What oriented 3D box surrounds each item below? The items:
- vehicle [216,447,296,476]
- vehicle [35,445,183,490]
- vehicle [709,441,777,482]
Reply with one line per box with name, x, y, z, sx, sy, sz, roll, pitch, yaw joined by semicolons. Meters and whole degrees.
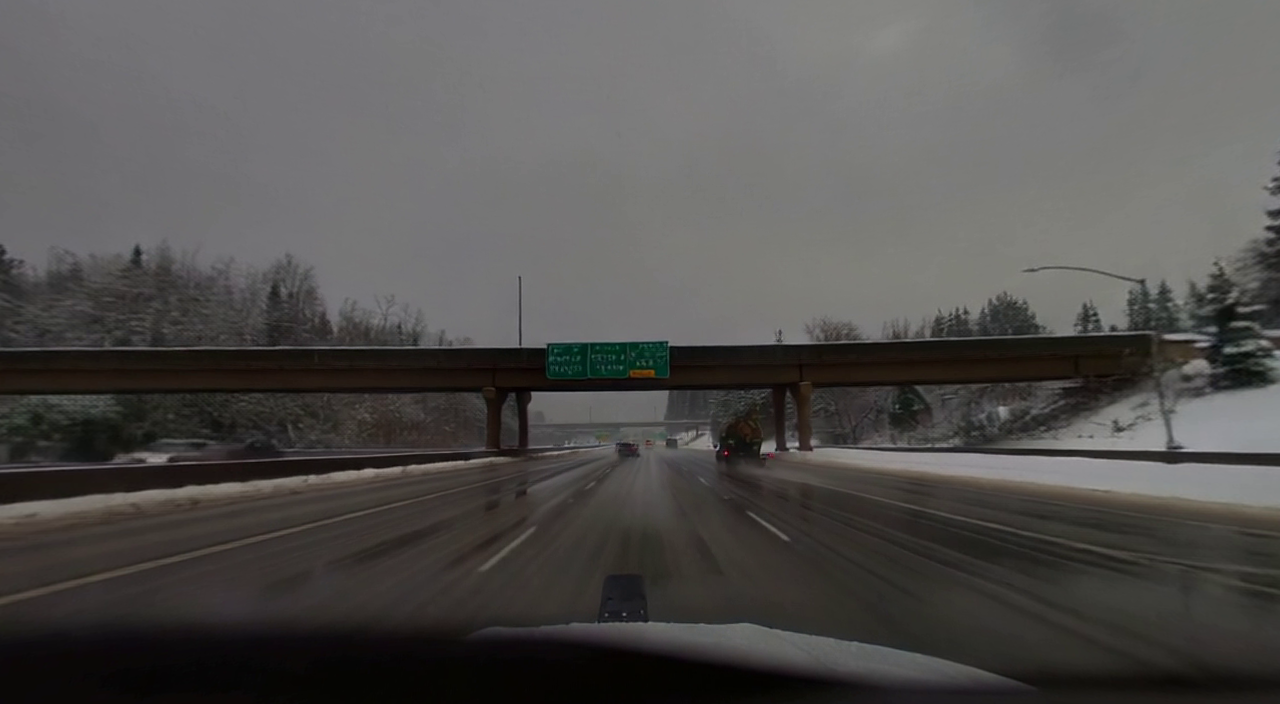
vehicle;-24.998;7.116;41.301;2.025;1.774;4.951;0;-8;0
vehicle;-21.788;4.717;26.213;2.032;1.636;4.720;0;-8;0
vehicle;4.013;4.320;25.302;1.908;1.483;4.259;0;-8;-1
